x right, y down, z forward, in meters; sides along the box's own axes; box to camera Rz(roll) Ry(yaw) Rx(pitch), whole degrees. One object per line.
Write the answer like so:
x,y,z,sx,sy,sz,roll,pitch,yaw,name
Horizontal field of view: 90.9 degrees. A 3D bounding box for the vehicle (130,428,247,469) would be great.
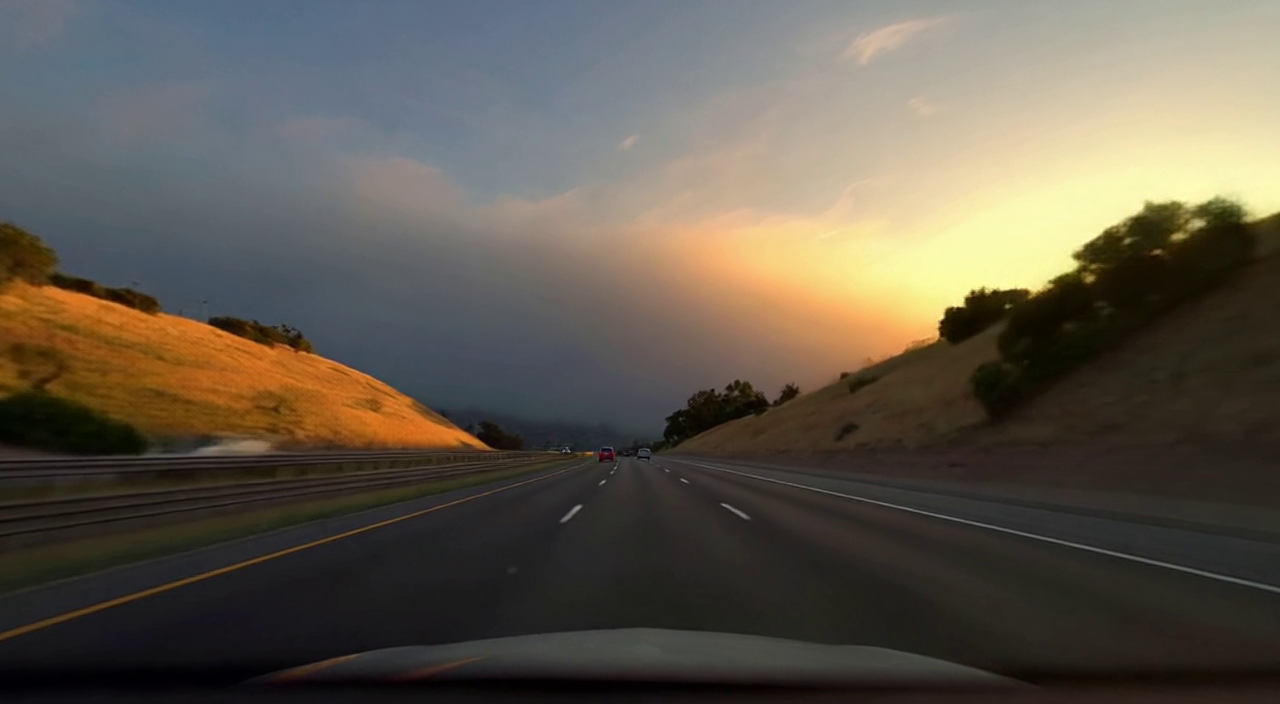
-18.220,3.951,25.700,1.809,1.502,4.012,0,-9,-1,vehicle
